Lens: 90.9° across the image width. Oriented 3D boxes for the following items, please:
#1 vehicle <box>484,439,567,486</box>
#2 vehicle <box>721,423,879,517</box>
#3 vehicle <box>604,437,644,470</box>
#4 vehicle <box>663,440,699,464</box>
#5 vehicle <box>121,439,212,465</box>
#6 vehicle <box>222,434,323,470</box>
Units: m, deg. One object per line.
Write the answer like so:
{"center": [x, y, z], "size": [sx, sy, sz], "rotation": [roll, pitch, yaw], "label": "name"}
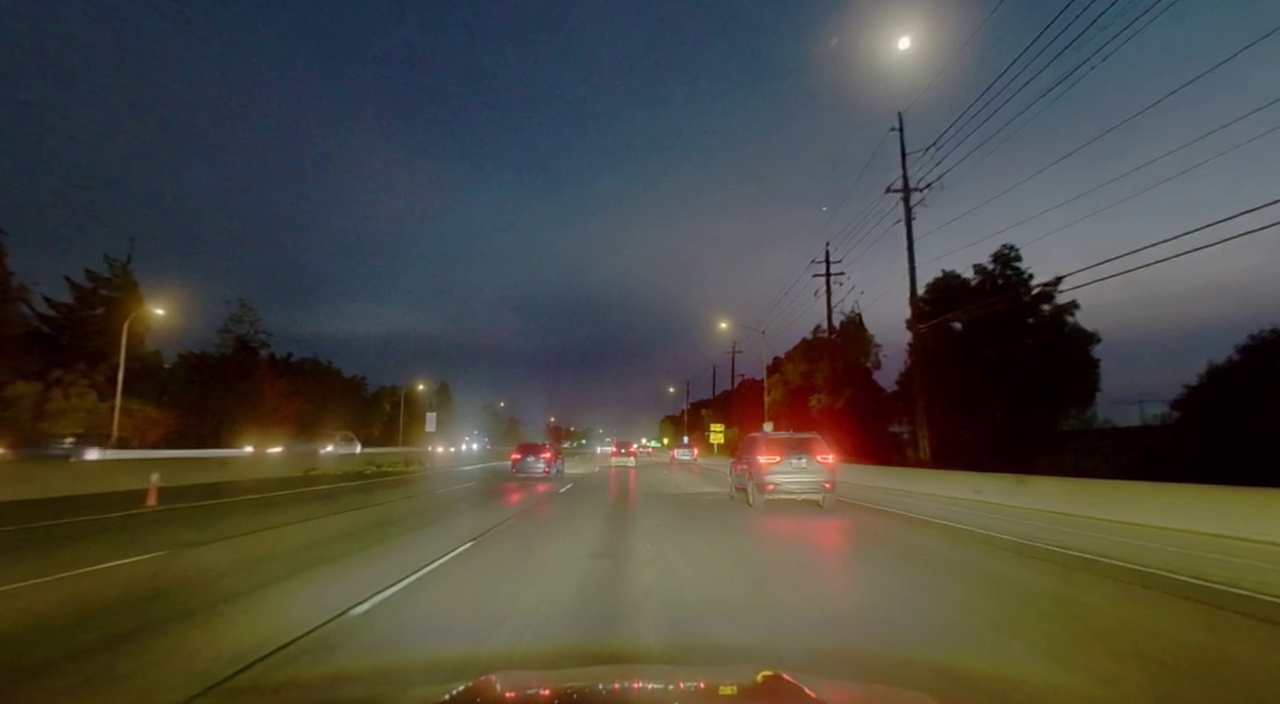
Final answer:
{"center": [-4.165, 4.095, 23.822], "size": [2.091, 1.562, 5.220], "rotation": [0, -9, 1], "label": "vehicle"}
{"center": [3.288, 2.555, 14.172], "size": [2.102, 1.723, 4.745], "rotation": [1, -9, -3], "label": "vehicle"}
{"center": [-0.947, 5.890, 36.758], "size": [2.192, 1.769, 4.287], "rotation": [0, -9, -1], "label": "vehicle"}
{"center": [2.970, 7.414, 46.926], "size": [2.099, 1.720, 4.829], "rotation": [1, -9, -3], "label": "vehicle"}
{"center": [-28.081, 5.933, 37.622], "size": [1.785, 1.445, 4.699], "rotation": [0, -8, -1], "label": "vehicle"}
{"center": [-16.818, 4.603, 29.186], "size": [1.984, 1.524, 4.452], "rotation": [0, -9, 0], "label": "vehicle"}
